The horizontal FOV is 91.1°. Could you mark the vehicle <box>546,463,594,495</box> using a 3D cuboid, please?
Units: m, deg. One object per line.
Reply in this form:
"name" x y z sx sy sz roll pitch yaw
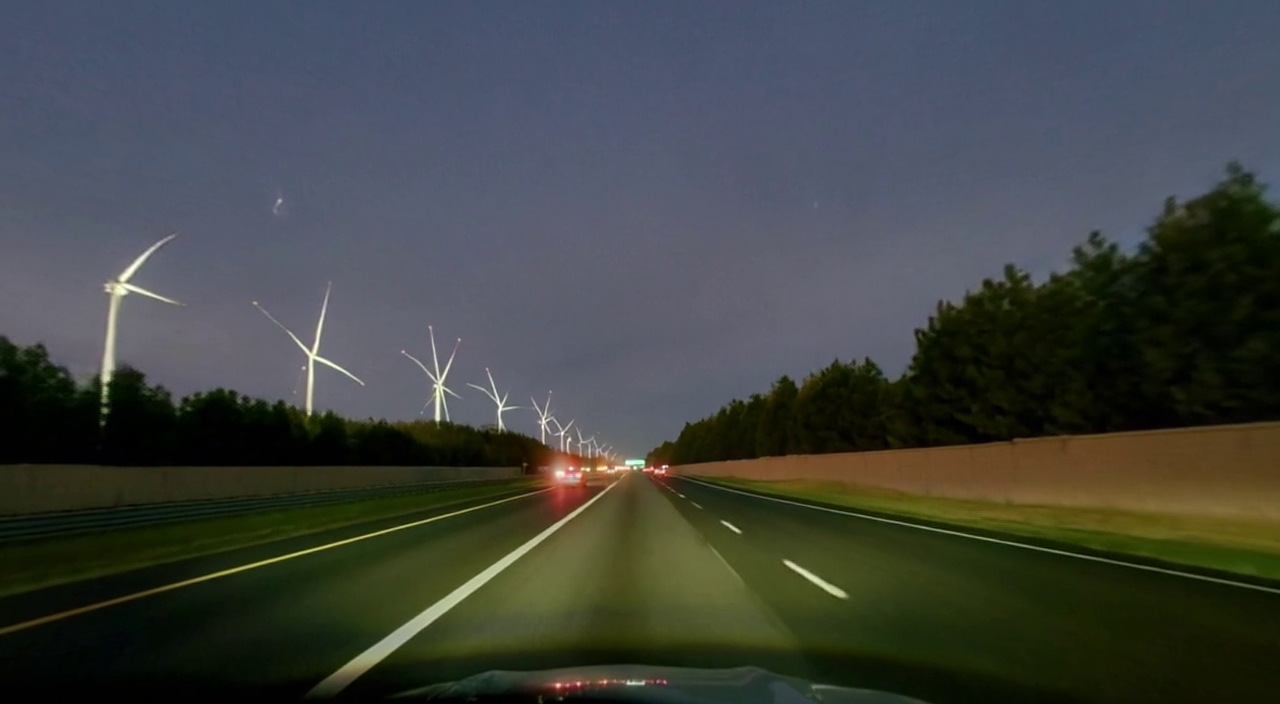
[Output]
"vehicle" -3.557 6.557 32.605 2.001 1.486 4.104 1 -10 0
